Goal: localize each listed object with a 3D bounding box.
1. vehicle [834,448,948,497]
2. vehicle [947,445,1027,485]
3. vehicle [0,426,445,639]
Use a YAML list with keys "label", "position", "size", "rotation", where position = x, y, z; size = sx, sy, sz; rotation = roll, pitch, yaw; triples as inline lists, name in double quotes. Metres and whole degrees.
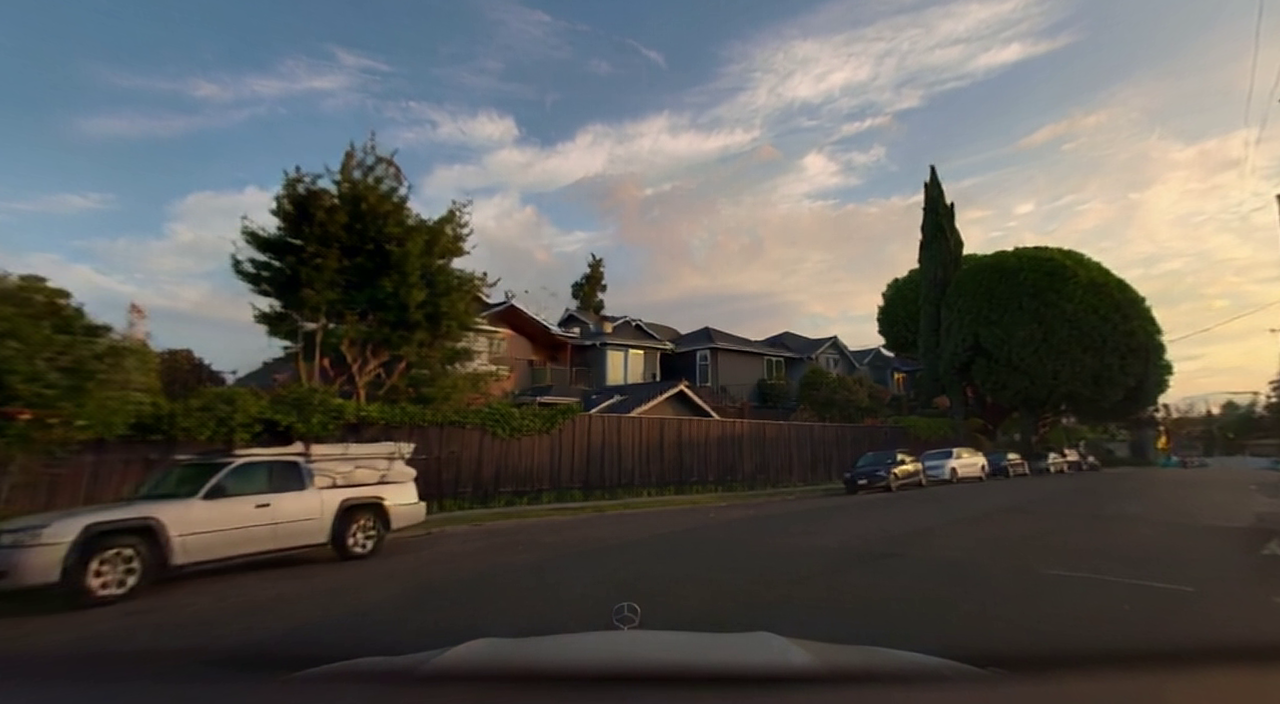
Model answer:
- label: "vehicle"
  position: [8.733, 4.057, 21.745]
  size: [1.930, 1.478, 4.731]
  rotation: [-8, -12, 43]
- label: "vehicle"
  position: [16.010, 5.141, 29.051]
  size: [4.221, 1.673, 1.918]
  rotation: [8, -12, -44]
- label: "vehicle"
  position: [-4.532, 1.674, 7.042]
  size: [2.082, 1.547, 4.217]
  rotation: [-5, -10, 28]
